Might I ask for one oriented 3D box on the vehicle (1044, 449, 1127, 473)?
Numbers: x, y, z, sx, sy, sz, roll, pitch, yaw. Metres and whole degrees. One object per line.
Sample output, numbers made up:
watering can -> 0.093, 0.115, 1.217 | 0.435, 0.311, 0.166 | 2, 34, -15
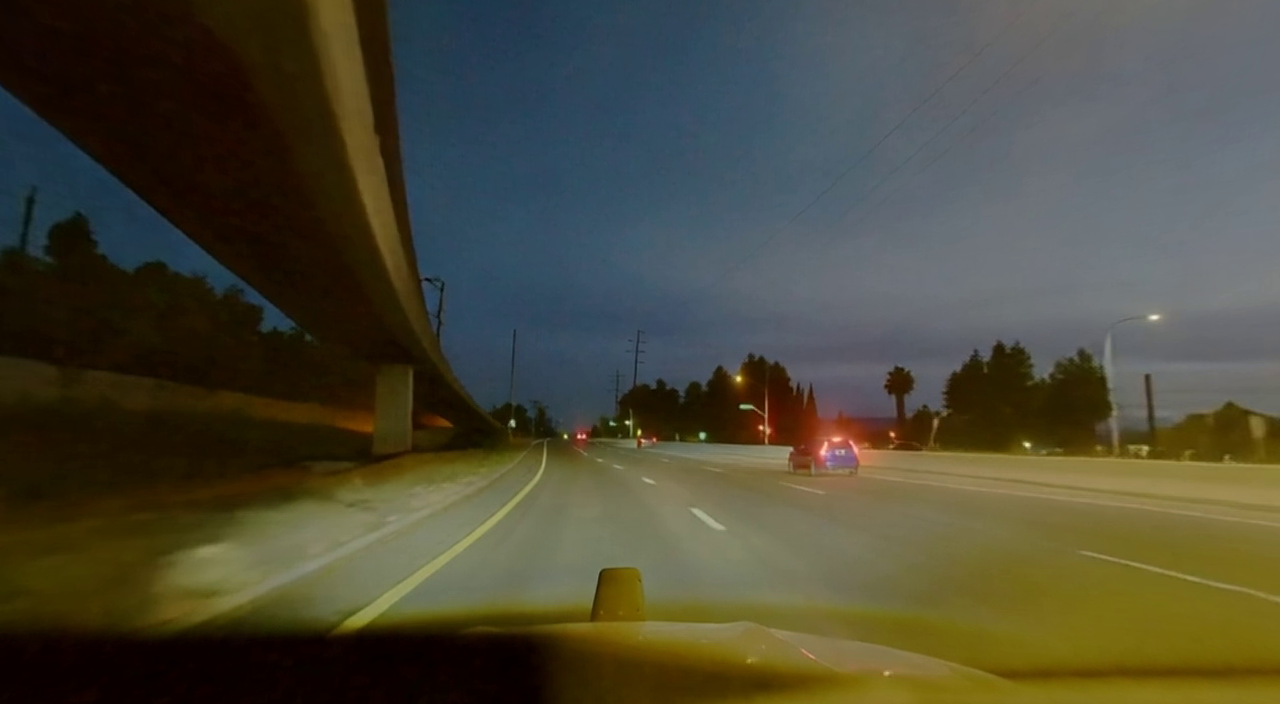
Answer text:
vehicle -> 31.736, 7.792, 45.142 | 4.615, 1.523, 1.735 | -7, -10, 33

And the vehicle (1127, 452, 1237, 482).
vehicle -> 38.156, 8.101, 44.577 | 5.708, 1.847, 2.078 | -2, -9, 0
